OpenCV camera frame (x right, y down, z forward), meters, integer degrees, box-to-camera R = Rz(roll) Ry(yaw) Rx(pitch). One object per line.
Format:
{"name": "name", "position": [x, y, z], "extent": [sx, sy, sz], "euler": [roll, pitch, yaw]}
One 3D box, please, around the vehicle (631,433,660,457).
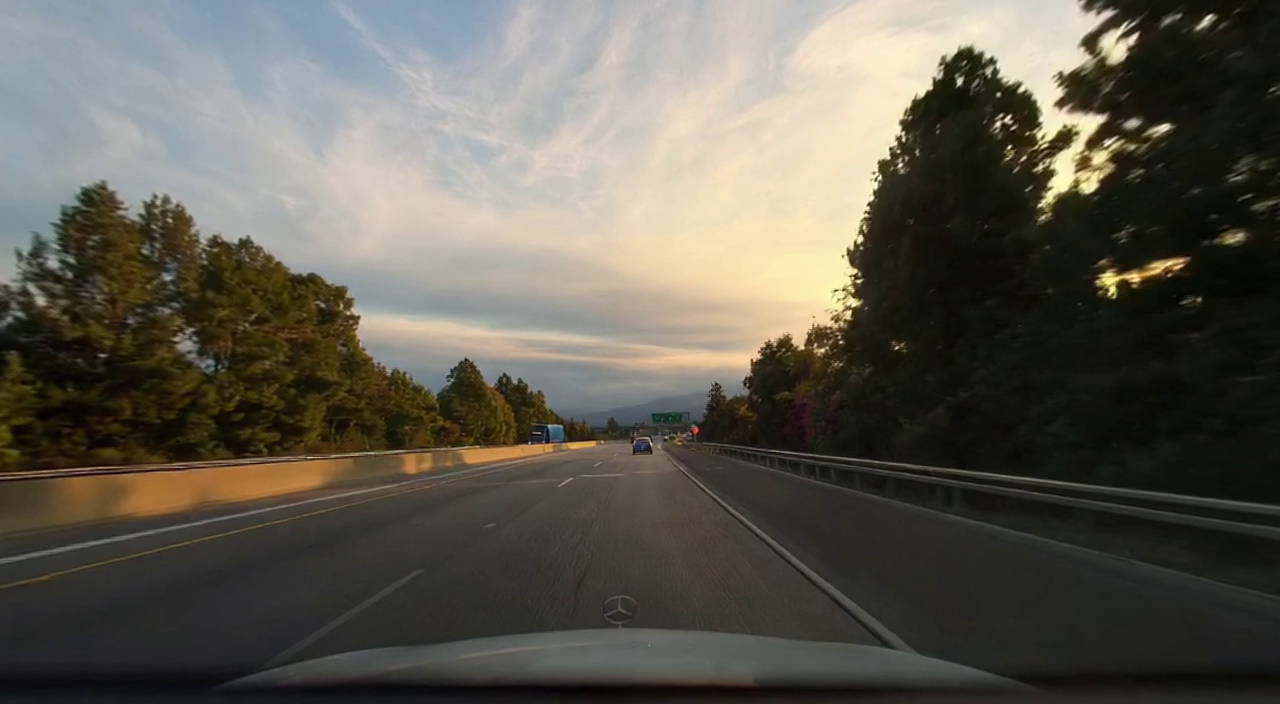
{"name": "vehicle", "position": [0.414, 6.877, 46.710], "extent": [2.058, 1.649, 3.942], "euler": [0, -8, 0]}
